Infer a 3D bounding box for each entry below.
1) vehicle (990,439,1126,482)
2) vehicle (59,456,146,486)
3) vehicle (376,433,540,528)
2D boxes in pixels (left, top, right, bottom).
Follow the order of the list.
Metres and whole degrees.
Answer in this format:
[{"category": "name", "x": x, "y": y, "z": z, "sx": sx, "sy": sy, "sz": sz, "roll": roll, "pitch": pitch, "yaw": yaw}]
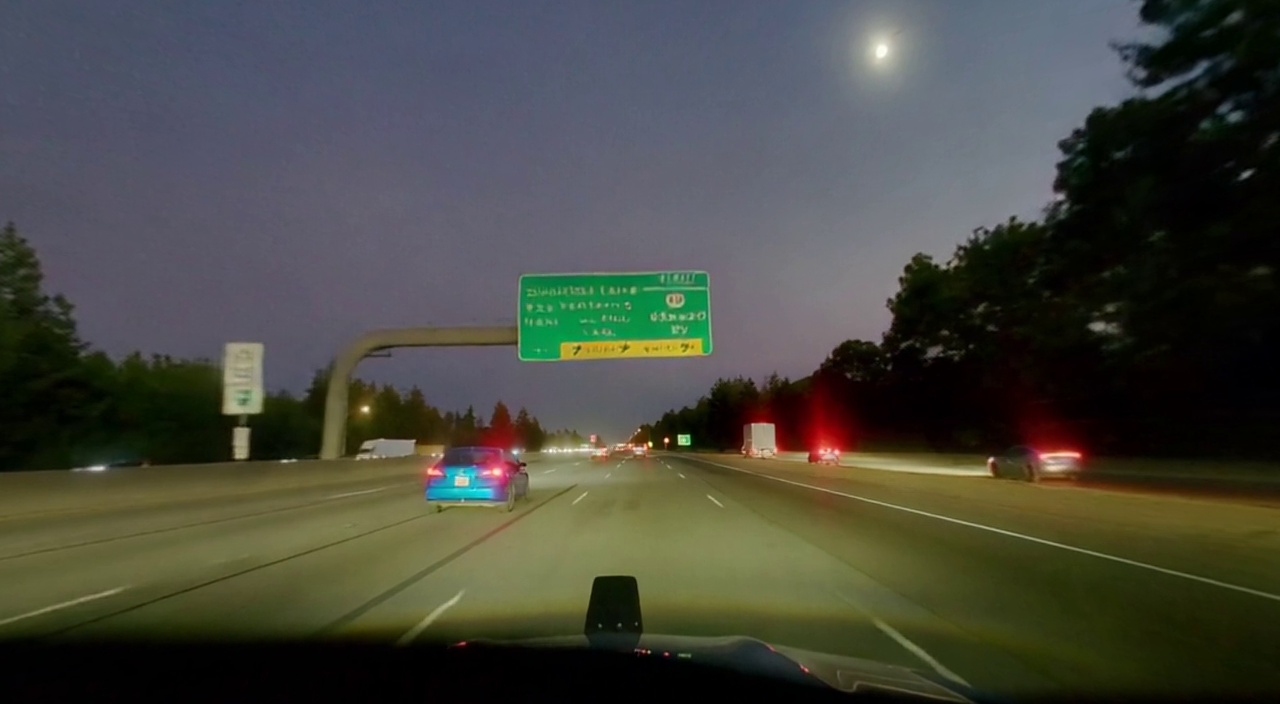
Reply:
[{"category": "vehicle", "x": 15.792, "y": 4.122, "z": 24.279, "sx": 1.873, "sy": 1.463, "sz": 4.937, "roll": 0, "pitch": -9, "yaw": 0}, {"category": "vehicle", "x": -36.878, "y": 8.155, "z": 43.540, "sx": 2.009, "sy": 1.826, "sz": 4.800, "roll": 1, "pitch": -9, "yaw": -5}, {"category": "vehicle", "x": -3.366, "y": 2.463, "z": 12.660, "sx": 2.020, "sy": 1.554, "sz": 4.137, "roll": 0, "pitch": -9, "yaw": 0}]
